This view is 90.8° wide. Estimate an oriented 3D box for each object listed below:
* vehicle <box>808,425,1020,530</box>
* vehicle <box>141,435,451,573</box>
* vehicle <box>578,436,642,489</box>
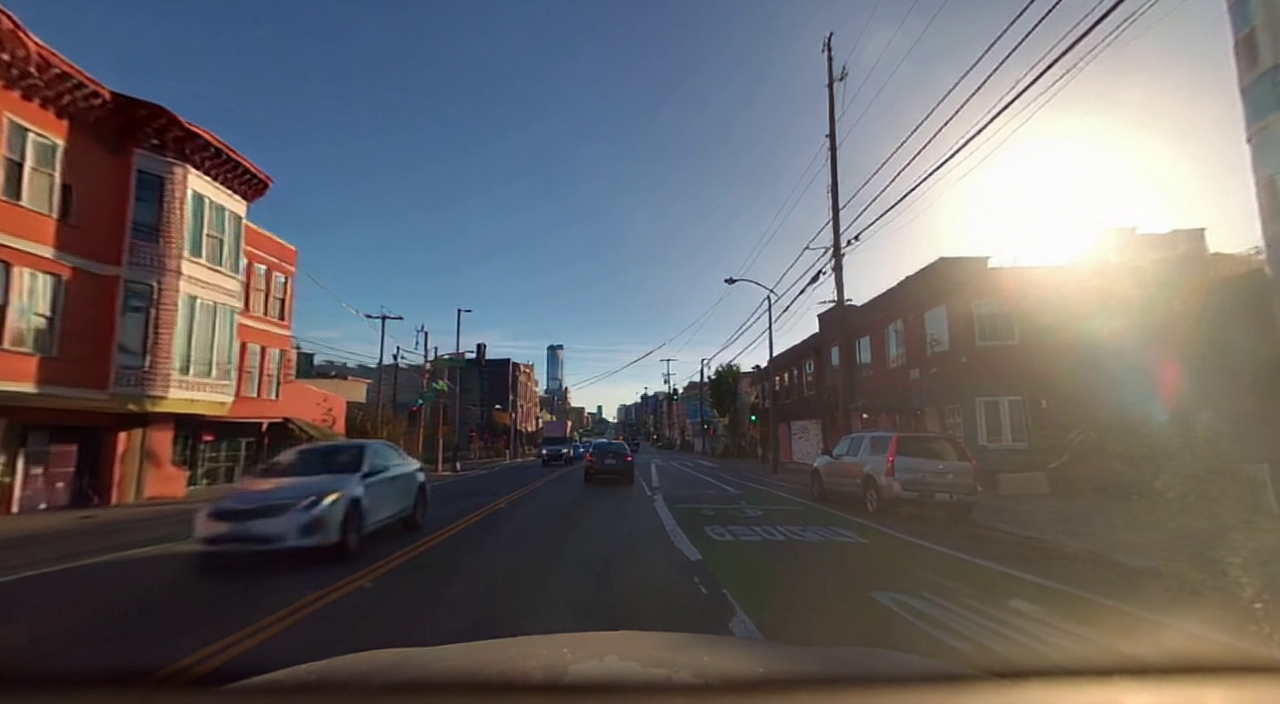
[{"bbox_3d":[5.806,2.731,14.523,2.197,1.917,5.637,0,-9,-2],"label":"vehicle"},{"bbox_3d":[-4.451,2.002,9.201,2.181,1.500,4.319,0,-8,-2],"label":"vehicle"},{"bbox_3d":[-0.962,3.710,21.534,1.980,1.635,3.795,0,-8,-1],"label":"vehicle"}]
